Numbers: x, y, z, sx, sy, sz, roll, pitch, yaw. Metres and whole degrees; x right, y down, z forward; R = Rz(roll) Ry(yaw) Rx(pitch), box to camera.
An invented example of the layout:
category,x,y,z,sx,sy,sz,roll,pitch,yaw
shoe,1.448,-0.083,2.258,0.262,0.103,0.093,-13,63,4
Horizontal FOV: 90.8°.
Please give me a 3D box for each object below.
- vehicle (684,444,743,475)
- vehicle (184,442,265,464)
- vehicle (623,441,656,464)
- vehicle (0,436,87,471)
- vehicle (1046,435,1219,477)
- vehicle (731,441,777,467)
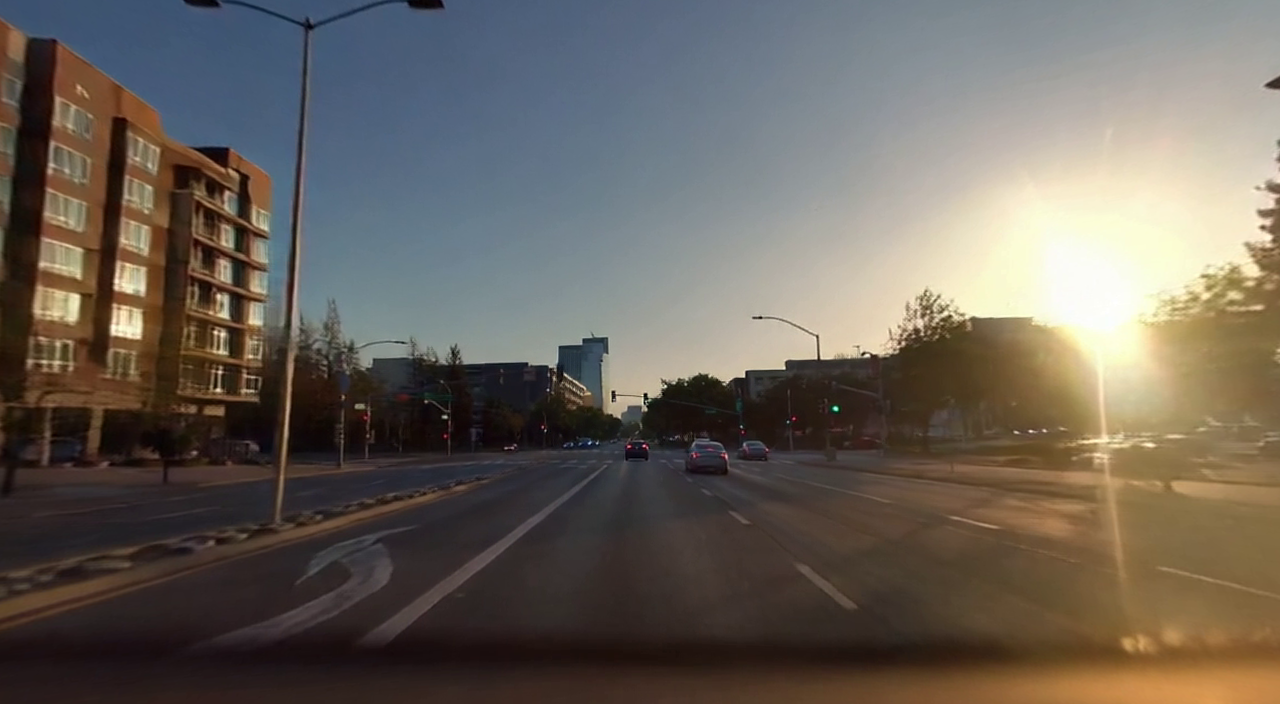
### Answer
category,x,y,z,sx,sy,sz,roll,pitch,yaw
vehicle,3.307,4.922,29.235,2.080,1.321,4.382,0,-8,-2
vehicle,-29.890,7.302,45.536,4.469,1.501,1.990,-1,-10,5
vehicle,-0.036,6.757,42.606,2.143,1.480,4.006,0,-8,0
vehicle,-33.735,5.524,34.527,2.202,1.774,5.174,0,-9,1
vehicle,23.771,5.055,30.733,6.313,1.772,2.263,-9,-11,43
vehicle,6.922,6.244,38.770,1.861,1.473,4.393,0,-8,-1
